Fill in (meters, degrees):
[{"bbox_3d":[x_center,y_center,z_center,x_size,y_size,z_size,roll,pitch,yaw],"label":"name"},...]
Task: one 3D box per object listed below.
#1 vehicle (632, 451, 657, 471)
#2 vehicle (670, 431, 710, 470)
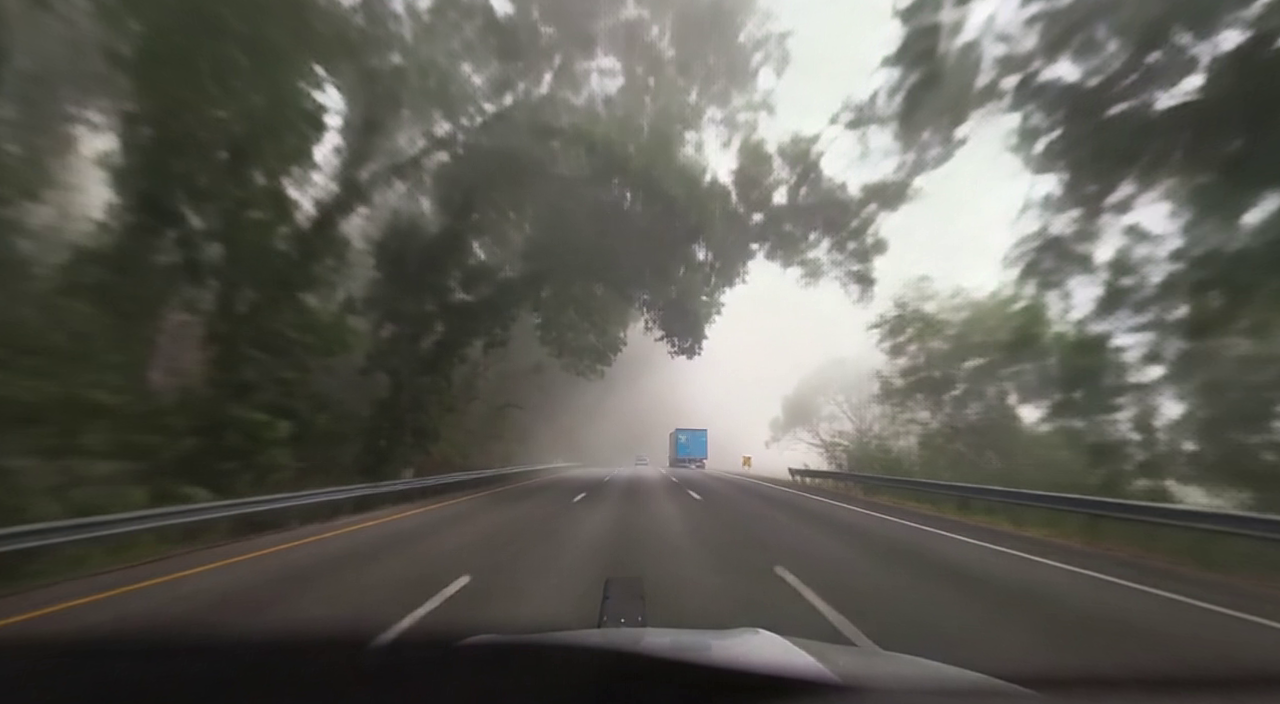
[{"bbox_3d":[0.377,8.515,49.531,1.900,1.497,3.732,0,-9,1],"label":"vehicle"},{"bbox_3d":[3.770,7.658,48.737,2.572,2.795,5.978,0,-9,-1],"label":"vehicle"}]
